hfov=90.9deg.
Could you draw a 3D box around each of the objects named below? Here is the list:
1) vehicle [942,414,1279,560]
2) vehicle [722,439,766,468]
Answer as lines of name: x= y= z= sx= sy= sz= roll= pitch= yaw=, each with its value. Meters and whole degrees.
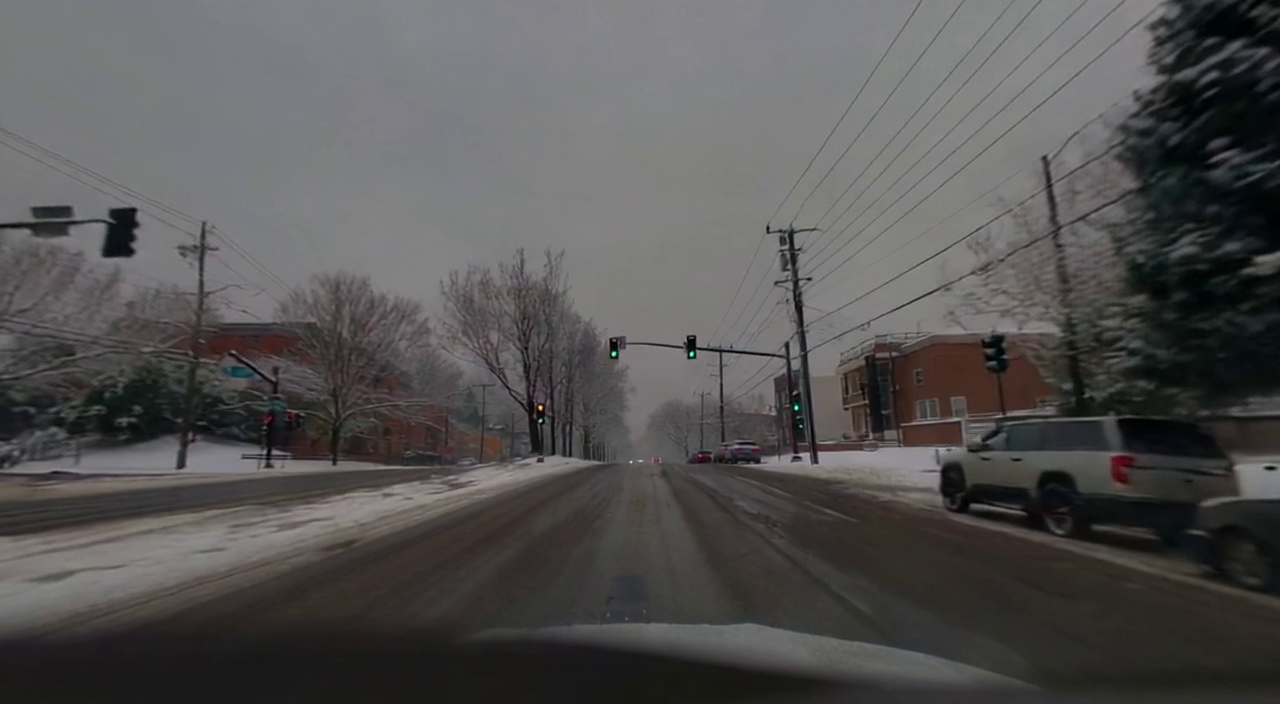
vehicle: x=6.863 y=1.969 z=9.972 sx=1.988 sy=1.740 sz=4.498 roll=0 pitch=-8 yaw=1
vehicle: x=7.100 y=6.990 z=43.668 sx=2.148 sy=1.904 sz=4.910 roll=0 pitch=-8 yaw=-1
